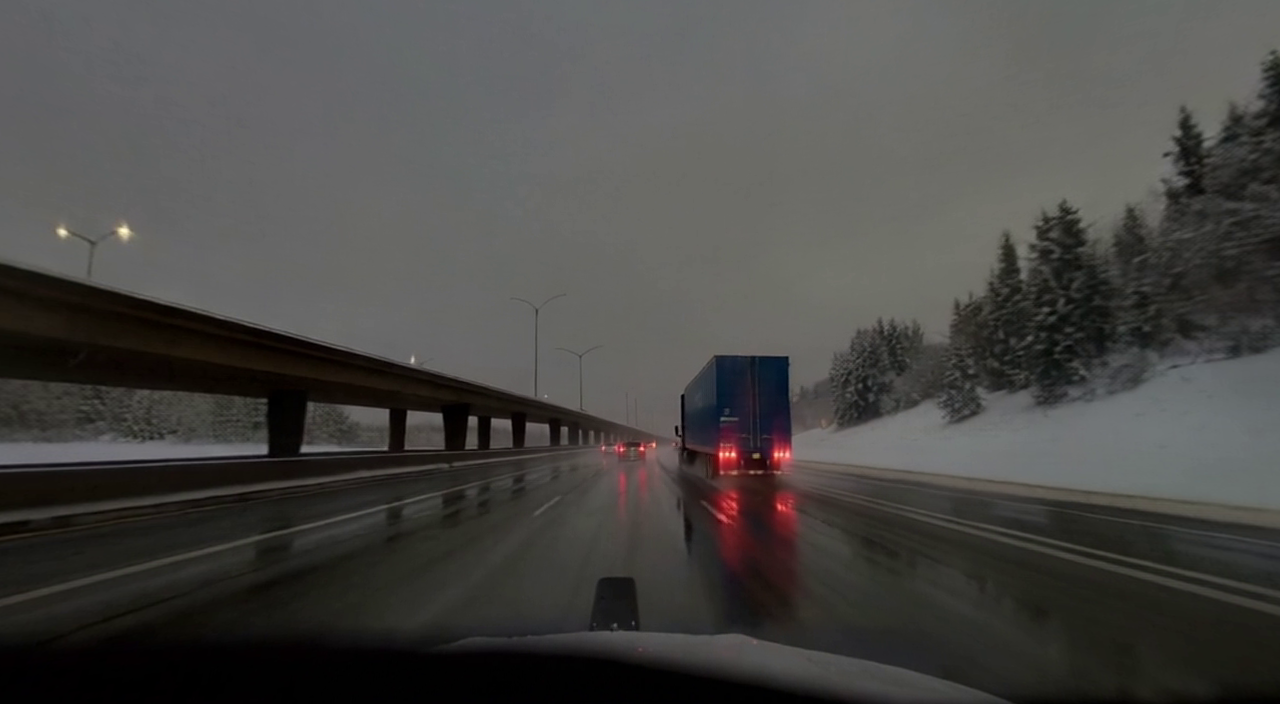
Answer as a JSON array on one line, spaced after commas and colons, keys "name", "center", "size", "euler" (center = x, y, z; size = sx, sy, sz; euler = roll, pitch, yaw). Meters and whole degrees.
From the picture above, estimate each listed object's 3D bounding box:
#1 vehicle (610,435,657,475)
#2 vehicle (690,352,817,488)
[{"name": "vehicle", "center": [-0.258, 4.856, 29.988], "size": [2.077, 1.716, 4.514], "euler": [0, -9, 0]}, {"name": "vehicle", "center": [3.759, 2.771, 23.951], "size": [2.964, 4.063, 10.072], "euler": [0, -9, 0]}]
